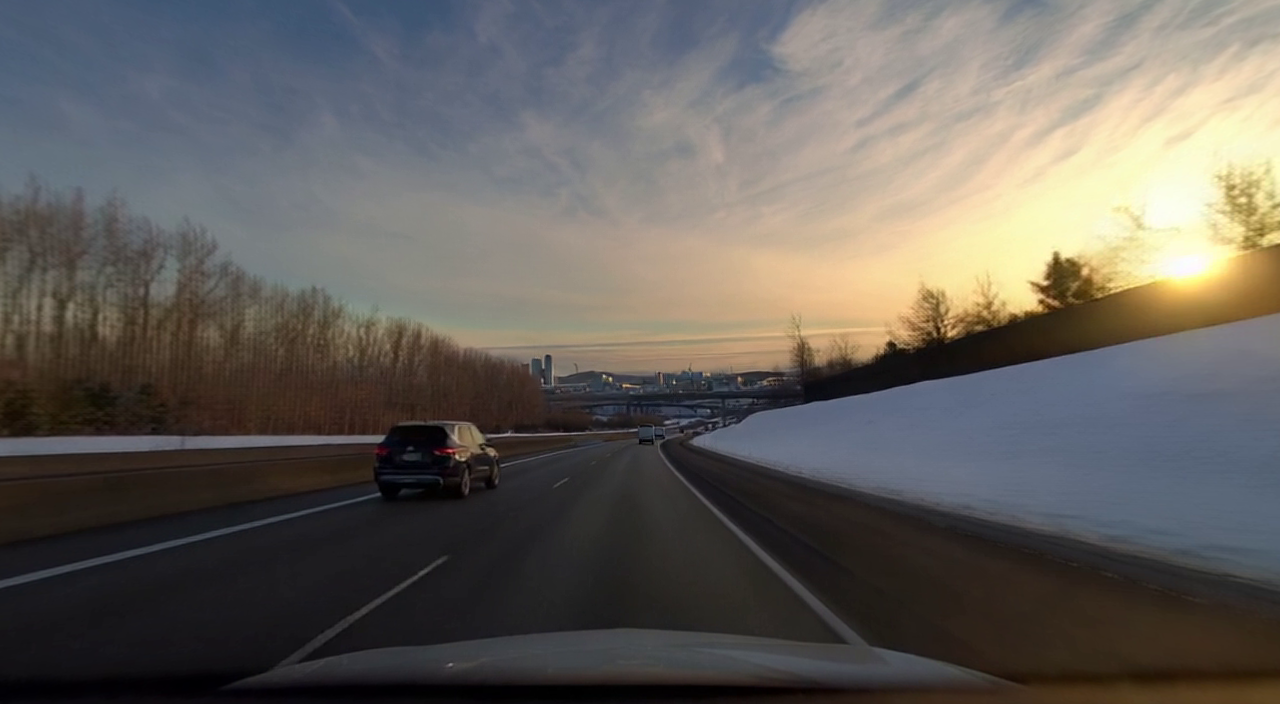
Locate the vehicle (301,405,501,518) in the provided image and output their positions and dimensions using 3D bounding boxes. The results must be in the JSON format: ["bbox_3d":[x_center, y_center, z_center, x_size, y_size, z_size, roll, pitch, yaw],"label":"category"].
[{"bbox_3d":[-4.057,1.930,11.607,2.018,1.678,4.312,0,-8,0],"label":"vehicle"}]
